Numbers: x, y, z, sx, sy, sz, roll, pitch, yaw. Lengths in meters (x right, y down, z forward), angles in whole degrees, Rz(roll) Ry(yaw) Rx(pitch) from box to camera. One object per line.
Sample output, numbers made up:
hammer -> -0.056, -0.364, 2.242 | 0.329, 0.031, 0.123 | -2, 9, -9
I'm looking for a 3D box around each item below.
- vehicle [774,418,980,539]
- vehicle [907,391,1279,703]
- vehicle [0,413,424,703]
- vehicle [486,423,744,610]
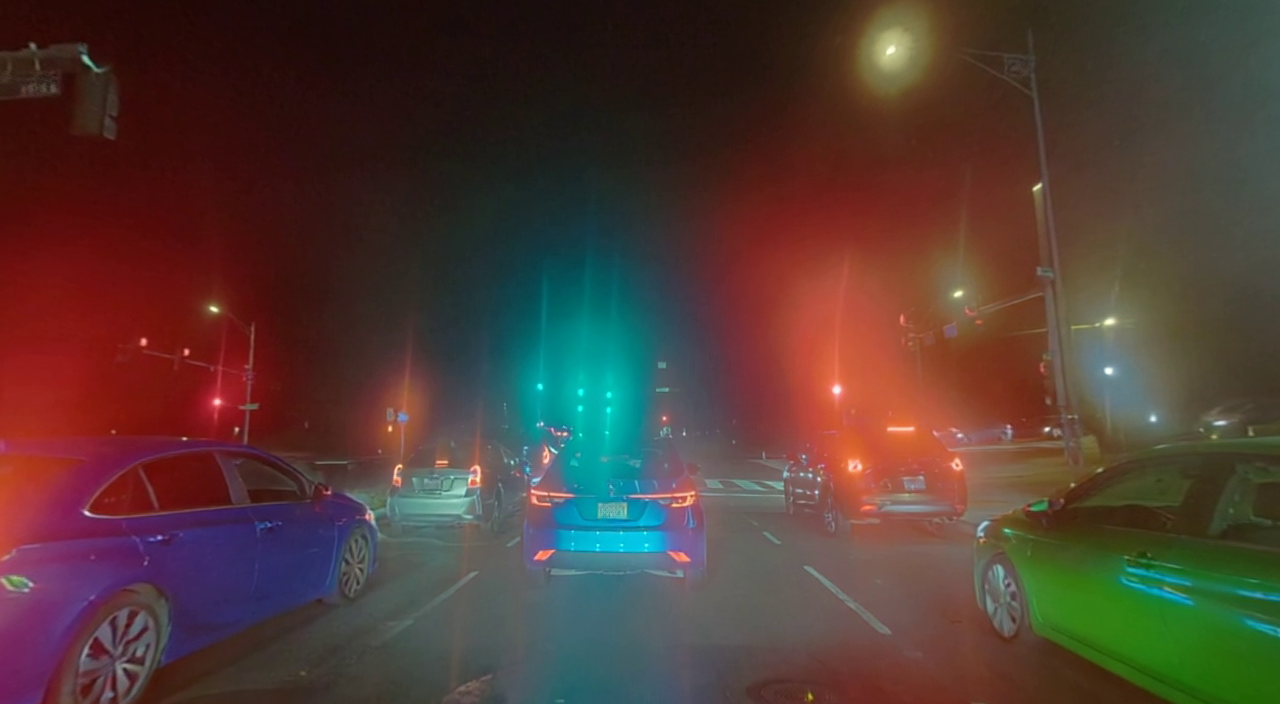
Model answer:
vehicle -> 3.781, 2.095, 11.017 | 2.007, 1.683, 4.171 | 0, -8, 1
vehicle -> 3.421, 1.069, 3.515 | 1.981, 1.499, 4.536 | -1, -8, 2
vehicle -> -3.400, 1.299, 4.723 | 1.980, 1.454, 4.226 | 0, -8, 1
vehicle -> -0.184, 1.614, 7.108 | 2.059, 1.477, 3.988 | 0, -8, 1
